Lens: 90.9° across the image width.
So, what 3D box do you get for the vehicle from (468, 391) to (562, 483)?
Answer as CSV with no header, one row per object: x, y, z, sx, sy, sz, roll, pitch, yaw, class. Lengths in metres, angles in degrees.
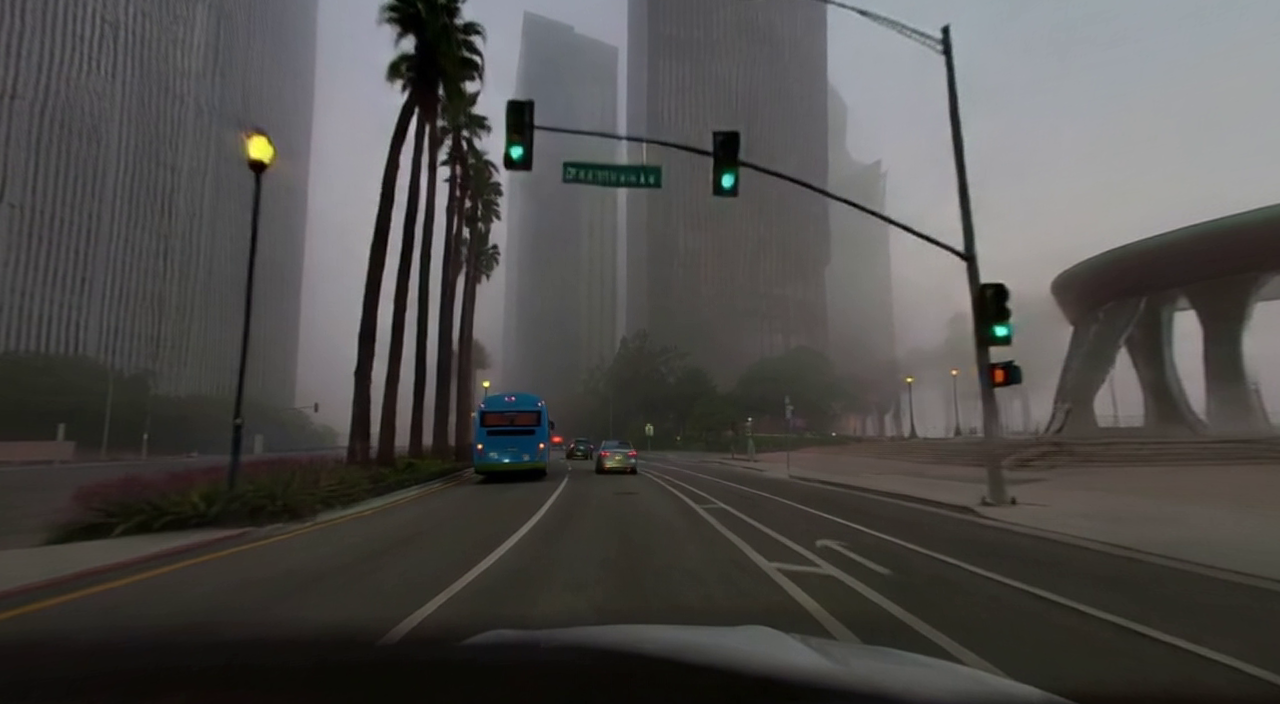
-4.677,3.434,25.249,2.678,3.042,8.474,1,-8,-5,vehicle

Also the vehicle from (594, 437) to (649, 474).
-0.887,4.561,27.911,2.107,1.481,4.097,1,-9,-6,vehicle

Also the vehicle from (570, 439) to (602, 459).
-4.090,7.208,46.888,1.993,1.452,3.873,2,-9,-10,vehicle
